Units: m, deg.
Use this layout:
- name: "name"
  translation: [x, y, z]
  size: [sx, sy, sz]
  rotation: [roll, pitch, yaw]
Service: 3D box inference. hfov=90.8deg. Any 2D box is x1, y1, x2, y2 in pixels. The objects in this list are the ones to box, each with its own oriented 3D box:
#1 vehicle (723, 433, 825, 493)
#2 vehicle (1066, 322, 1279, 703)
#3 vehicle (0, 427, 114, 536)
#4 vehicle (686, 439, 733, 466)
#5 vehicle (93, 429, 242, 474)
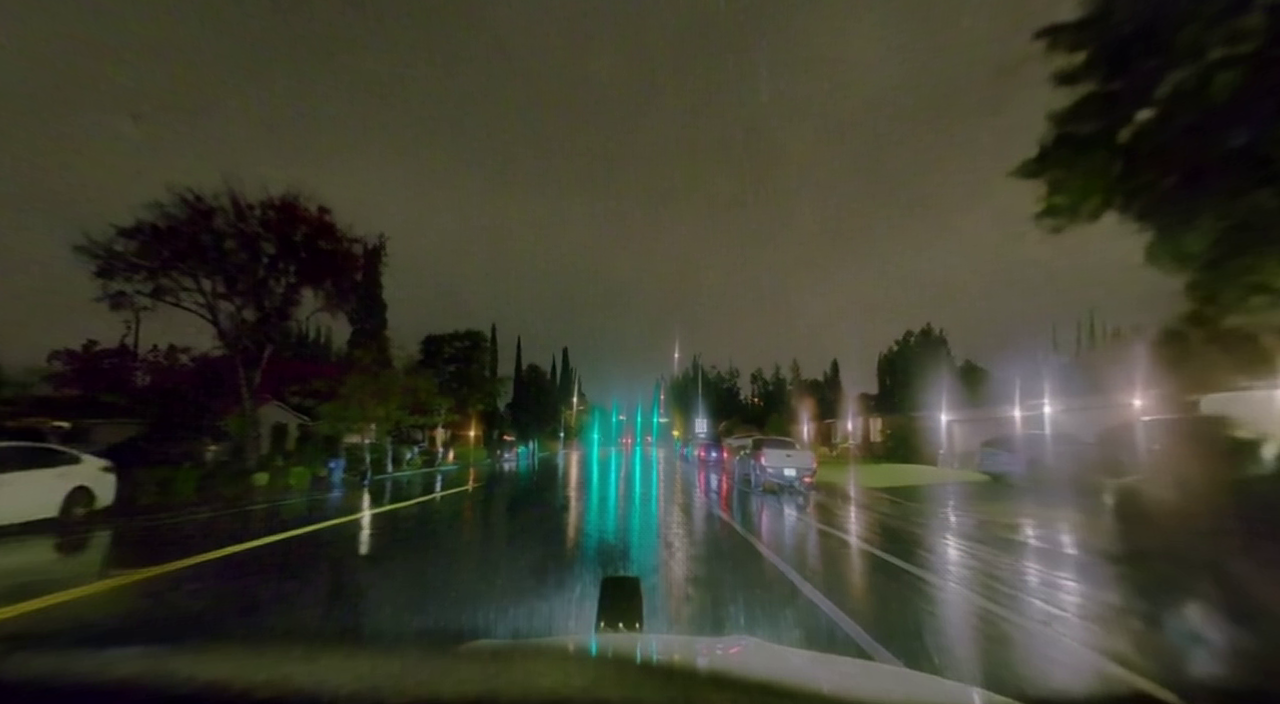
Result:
- name: "vehicle"
  translation: [3.997, 3.394, 19.754]
  size: [1.999, 1.615, 4.513]
  rotation: [1, -8, -3]
- name: "vehicle"
  translation: [3.940, 0.673, 1.695]
  size: [2.120, 1.916, 4.836]
  rotation: [0, -8, -1]
- name: "vehicle"
  translation: [-10.855, 2.050, 9.712]
  size: [1.964, 1.667, 4.217]
  rotation: [-3, -9, -2]
- name: "vehicle"
  translation: [4.010, 5.916, 37.345]
  size: [1.997, 1.510, 4.555]
  rotation: [1, -8, -3]
- name: "vehicle"
  translation: [-19.165, 4.042, 25.791]
  size: [4.484, 1.733, 1.913]
  rotation: [0, -8, 0]
